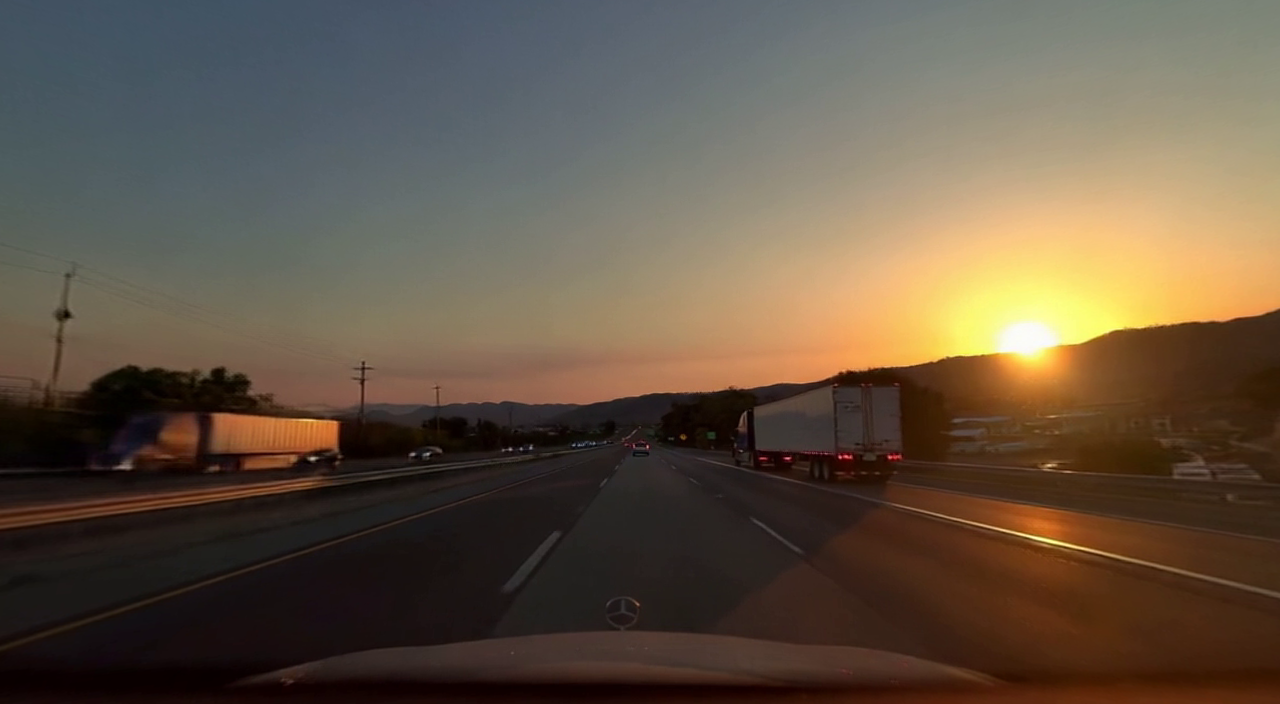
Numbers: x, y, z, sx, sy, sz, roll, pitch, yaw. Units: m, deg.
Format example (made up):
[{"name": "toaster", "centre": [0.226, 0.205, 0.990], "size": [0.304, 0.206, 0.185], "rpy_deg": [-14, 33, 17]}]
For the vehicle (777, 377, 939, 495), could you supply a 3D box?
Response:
[{"name": "vehicle", "centre": [6.810, 2.856, 21.248], "size": [2.793, 3.204, 7.997], "rpy_deg": [0, -8, 2]}]

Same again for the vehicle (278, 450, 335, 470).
[{"name": "vehicle", "centre": [-25.310, 8.209, 48.104], "size": [1.925, 1.440, 4.339], "rpy_deg": [0, -8, 1]}]

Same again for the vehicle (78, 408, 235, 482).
[{"name": "vehicle", "centre": [-29.111, 5.668, 38.664], "size": [3.031, 4.002, 8.091], "rpy_deg": [0, -8, 0]}]
